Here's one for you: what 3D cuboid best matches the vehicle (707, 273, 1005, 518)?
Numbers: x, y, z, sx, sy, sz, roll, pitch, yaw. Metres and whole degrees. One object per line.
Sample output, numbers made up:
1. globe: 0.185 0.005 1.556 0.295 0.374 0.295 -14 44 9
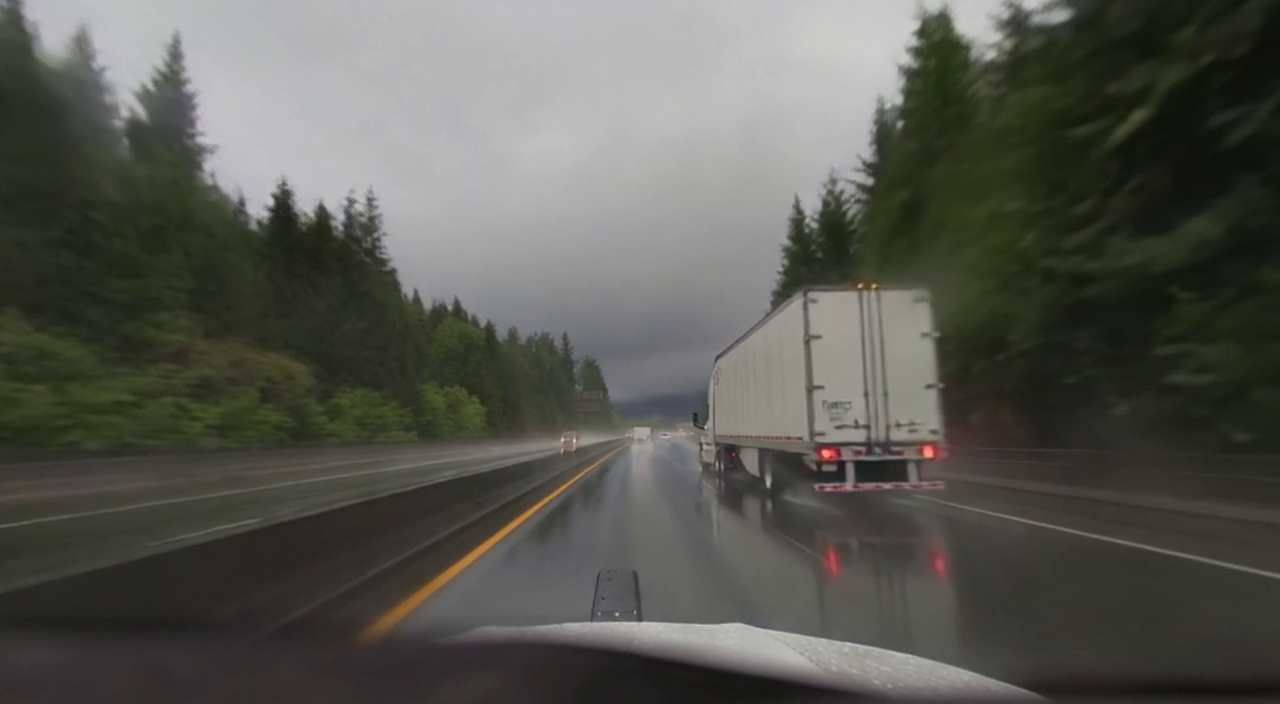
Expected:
1. vehicle: 4.229 1.566 17.249 2.951 4.007 13.976 0 -7 -1
